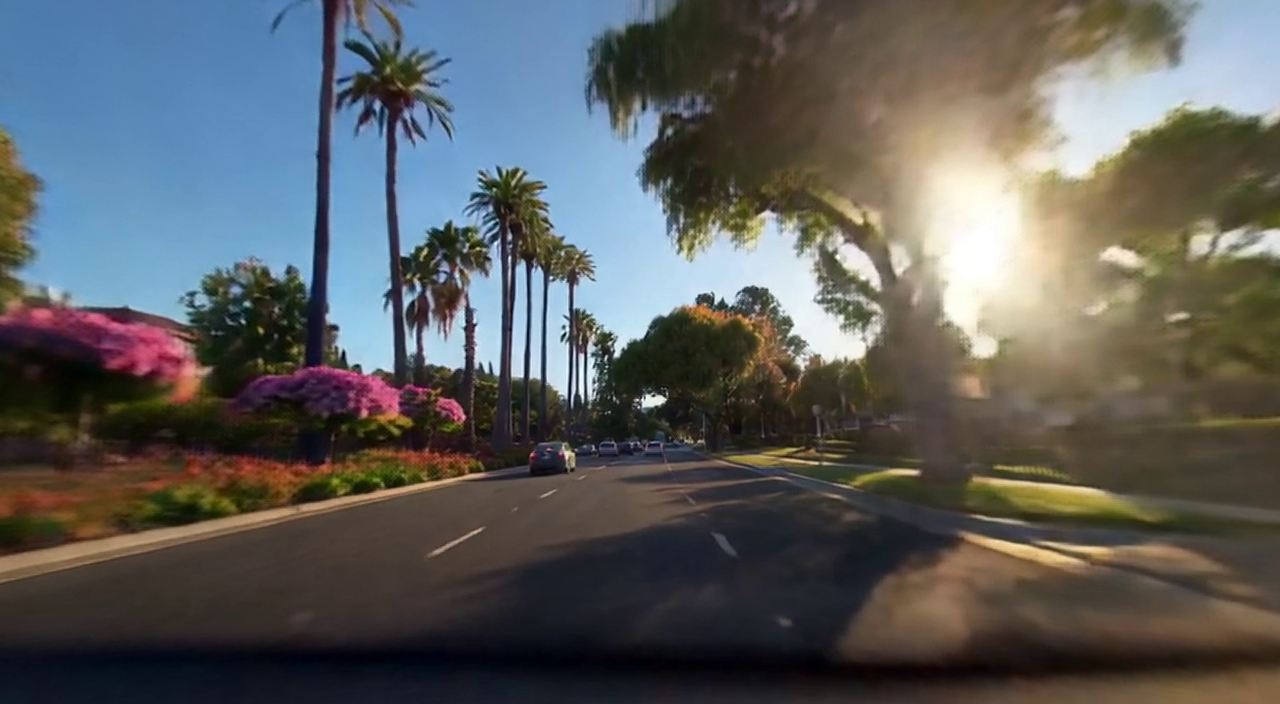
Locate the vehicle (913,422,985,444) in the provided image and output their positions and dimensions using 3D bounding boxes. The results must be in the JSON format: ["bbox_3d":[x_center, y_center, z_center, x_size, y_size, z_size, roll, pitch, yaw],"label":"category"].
[{"bbox_3d":[21.856,5.770,44.572,4.168,1.489,1.768,0,-7,8],"label":"vehicle"}]

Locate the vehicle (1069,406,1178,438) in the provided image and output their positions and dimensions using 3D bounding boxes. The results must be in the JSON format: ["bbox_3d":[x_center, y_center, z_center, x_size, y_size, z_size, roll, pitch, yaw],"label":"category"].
[{"bbox_3d":[24.943,3.640,32.517,3.956,1.565,1.886,-1,-8,4],"label":"vehicle"}]

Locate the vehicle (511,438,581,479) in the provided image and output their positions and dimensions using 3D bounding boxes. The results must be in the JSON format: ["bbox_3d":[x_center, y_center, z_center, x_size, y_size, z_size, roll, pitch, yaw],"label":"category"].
[{"bbox_3d":[-3.703,4.283,25.583,2.036,1.478,4.508,0,-8,1],"label":"vehicle"}]
